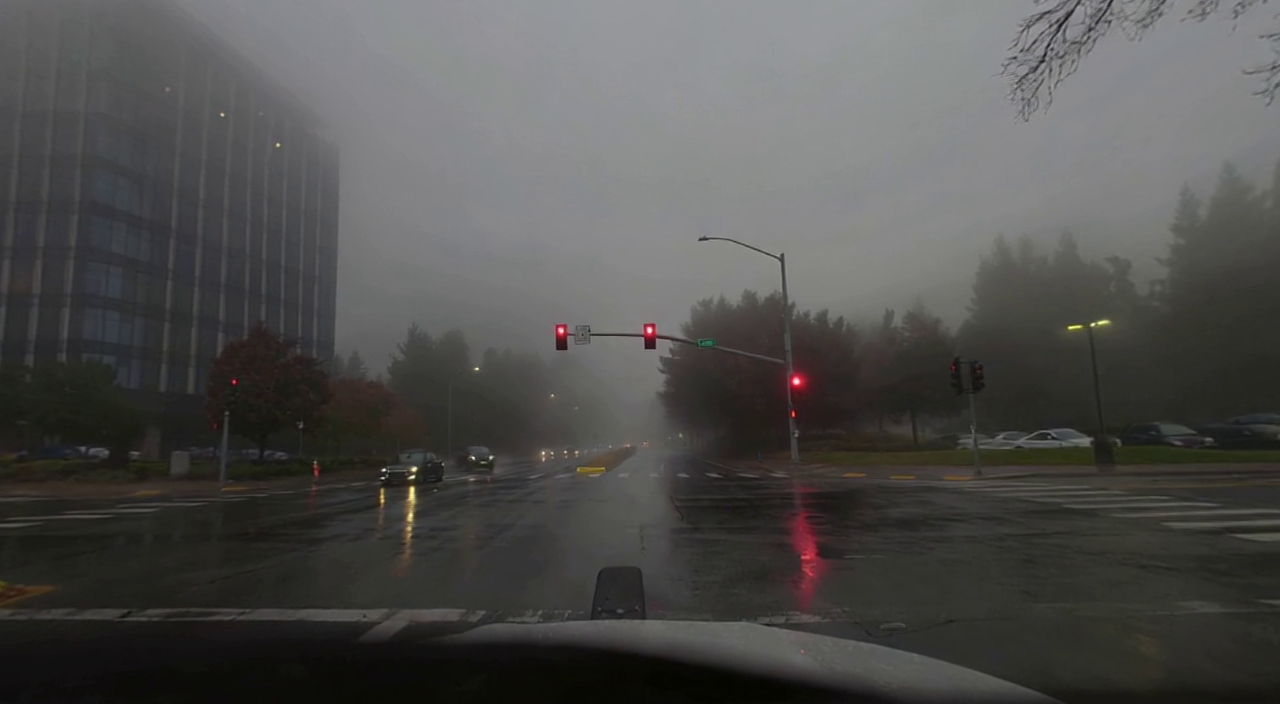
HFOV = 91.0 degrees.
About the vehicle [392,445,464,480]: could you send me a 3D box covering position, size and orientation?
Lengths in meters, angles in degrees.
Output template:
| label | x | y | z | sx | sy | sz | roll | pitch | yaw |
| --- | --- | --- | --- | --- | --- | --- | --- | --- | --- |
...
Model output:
| label | x | y | z | sx | sy | sz | roll | pitch | yaw |
| --- | --- | --- | --- | --- | --- | --- | --- | --- | --- |
| vehicle | -11.632 | 6.070 | 34.954 | 2.069 | 1.771 | 4.947 | 0 | -9 | 3 |
